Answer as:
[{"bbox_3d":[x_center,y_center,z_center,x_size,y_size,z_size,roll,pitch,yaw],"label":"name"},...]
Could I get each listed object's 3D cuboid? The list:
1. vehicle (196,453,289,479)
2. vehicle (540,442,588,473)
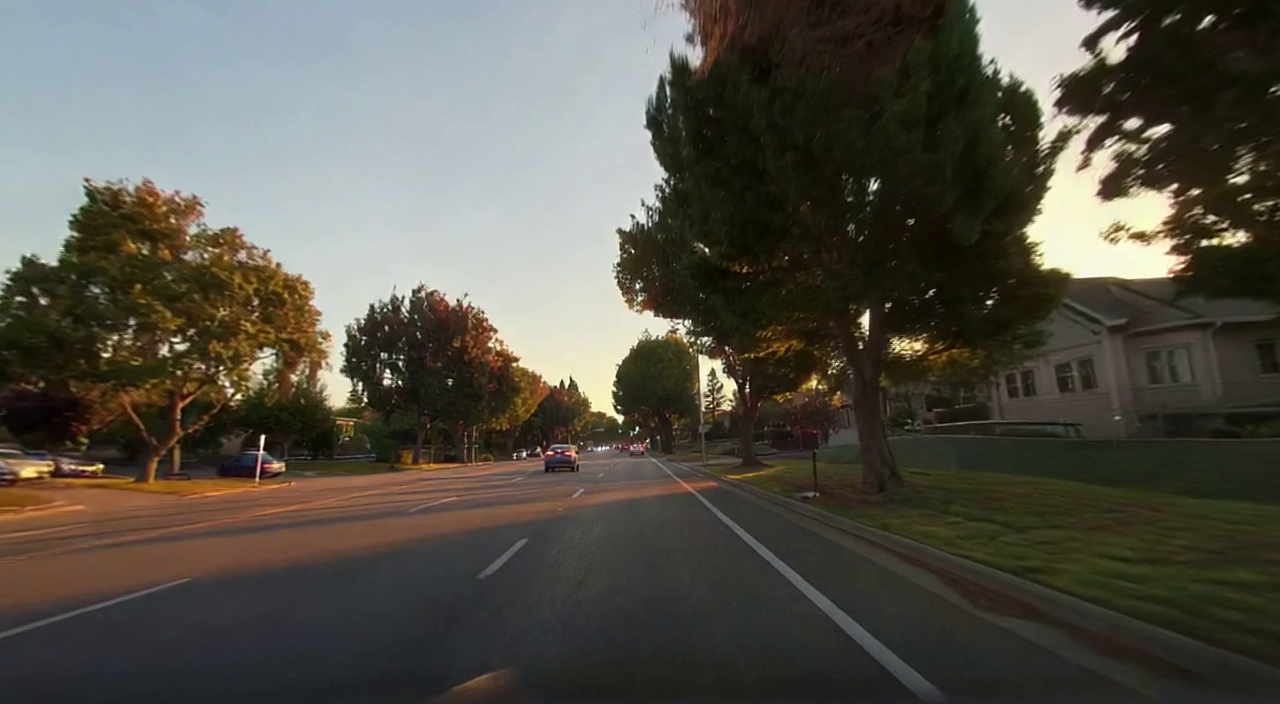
[{"bbox_3d":[-24.799,7.111,39.565,4.454,1.524,1.859,2,-8,-11],"label":"vehicle"},{"bbox_3d":[-3.811,5.388,32.524,1.992,1.447,4.044,0,-8,0],"label":"vehicle"}]
